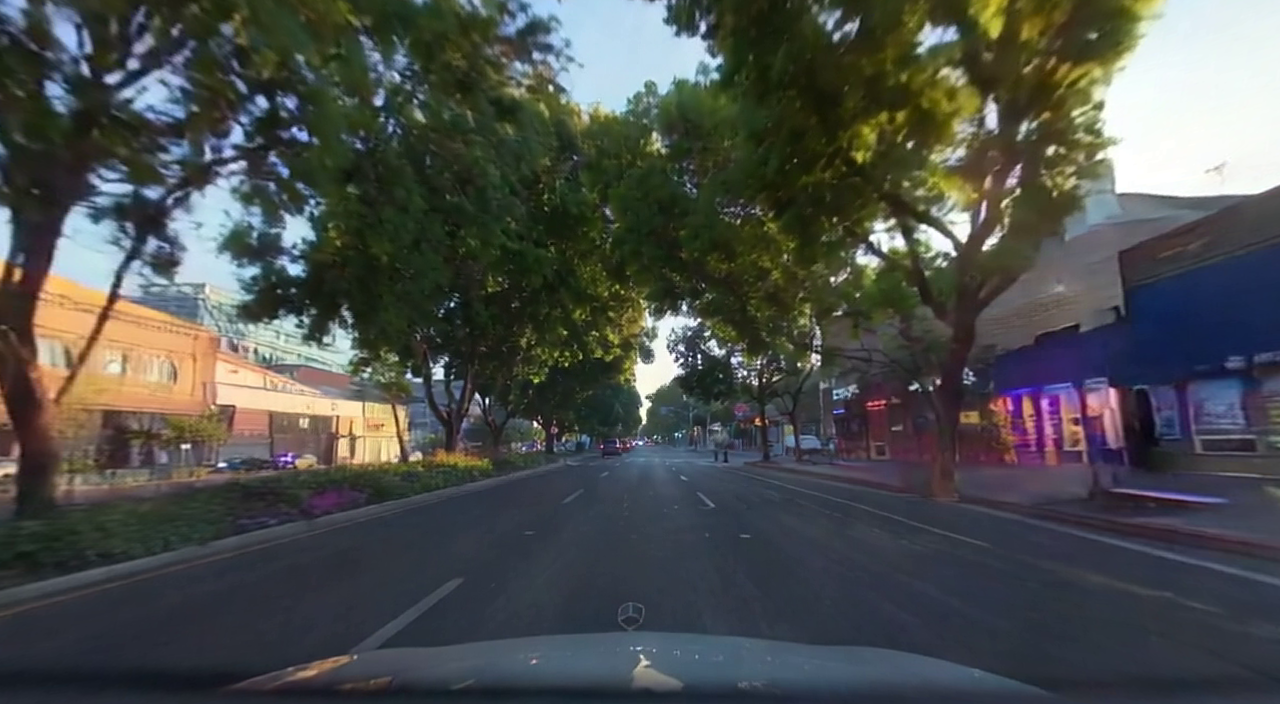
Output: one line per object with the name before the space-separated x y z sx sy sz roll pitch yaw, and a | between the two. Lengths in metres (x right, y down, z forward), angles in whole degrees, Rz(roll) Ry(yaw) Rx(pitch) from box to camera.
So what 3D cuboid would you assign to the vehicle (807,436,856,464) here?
vehicle | 13.107 6.749 43.467 2.028 1.788 5.064 -1 -8 2
